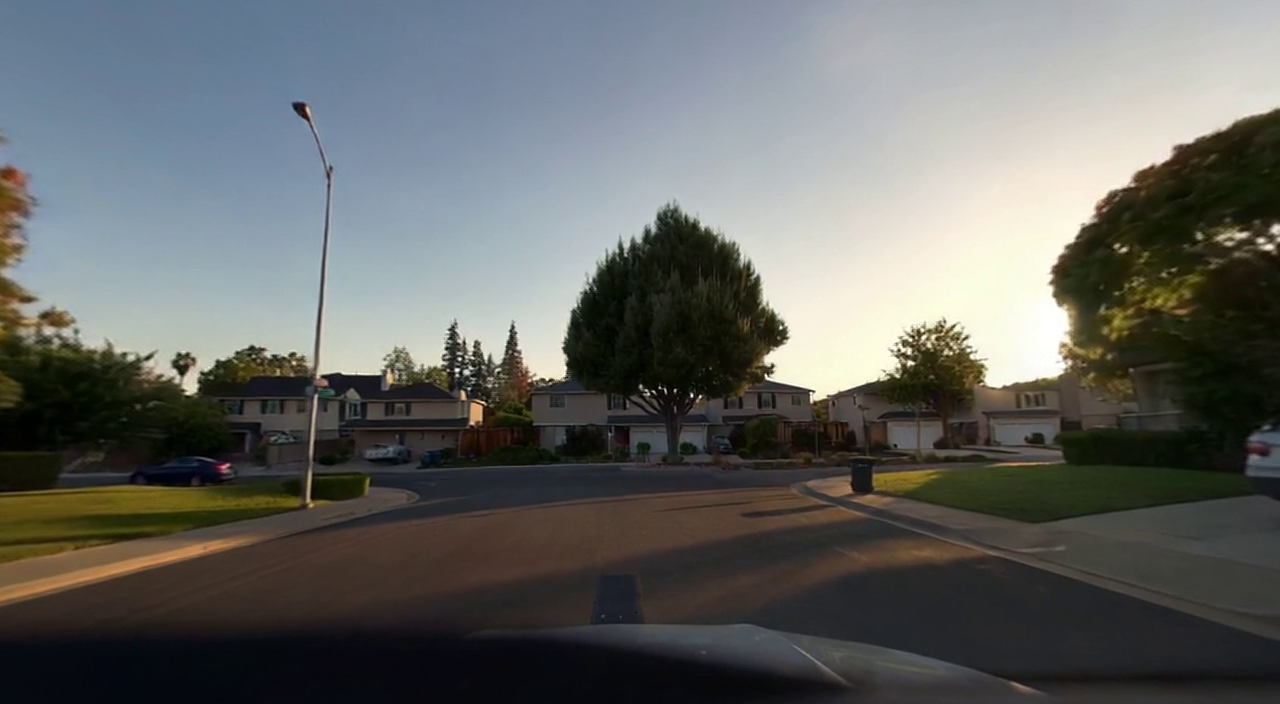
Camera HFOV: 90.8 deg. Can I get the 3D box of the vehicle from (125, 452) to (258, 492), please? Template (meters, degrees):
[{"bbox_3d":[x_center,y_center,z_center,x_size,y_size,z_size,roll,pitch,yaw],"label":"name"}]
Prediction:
[{"bbox_3d":[-20.993,5.608,29.712,4.594,1.778,2.055,0,-9,0],"label":"vehicle"}]
